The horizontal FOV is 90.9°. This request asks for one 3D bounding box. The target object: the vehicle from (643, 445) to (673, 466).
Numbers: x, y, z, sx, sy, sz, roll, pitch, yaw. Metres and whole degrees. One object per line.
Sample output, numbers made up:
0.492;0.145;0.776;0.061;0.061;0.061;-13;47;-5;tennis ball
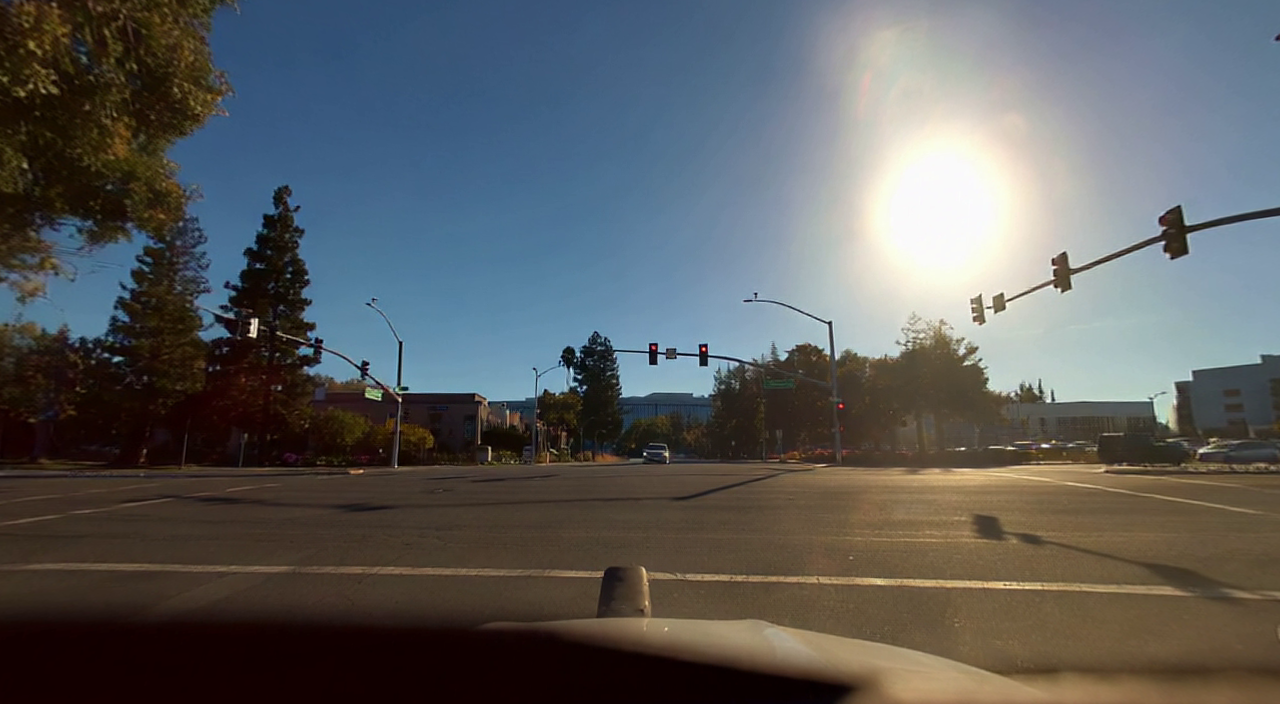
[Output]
1.270;7.614;46.466;2.132;1.449;4.235;0;-9;0;vehicle
